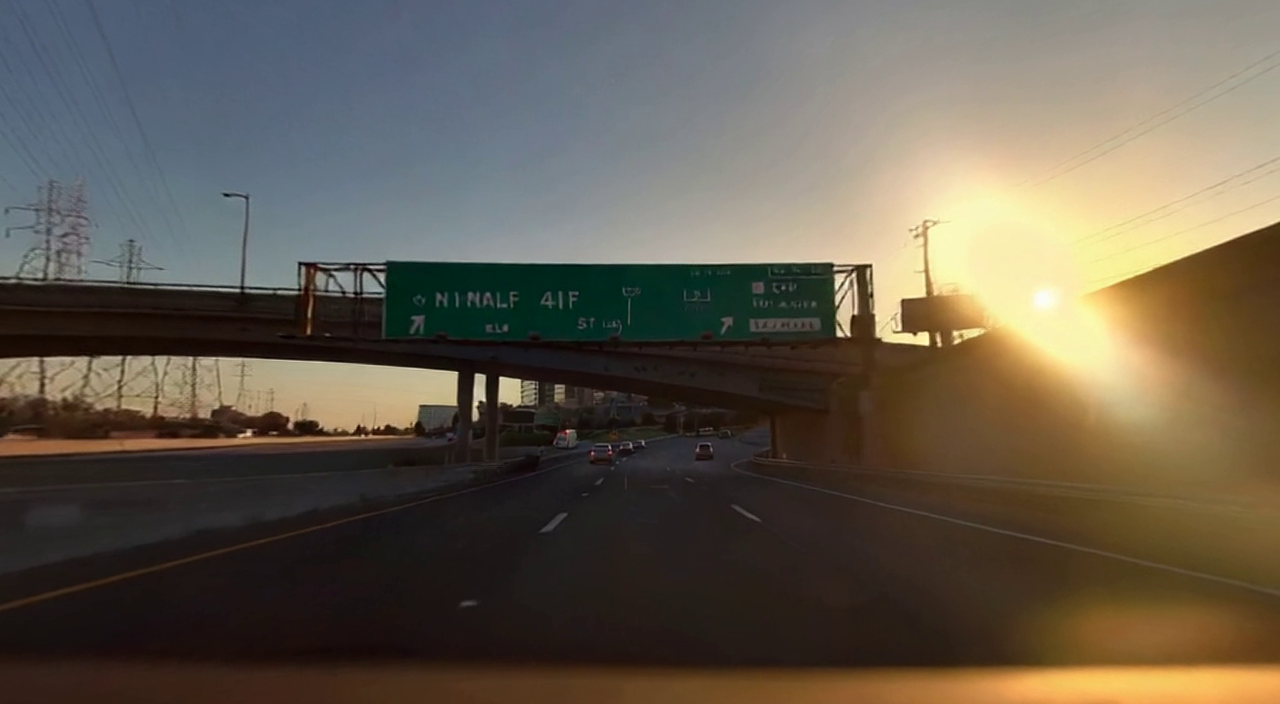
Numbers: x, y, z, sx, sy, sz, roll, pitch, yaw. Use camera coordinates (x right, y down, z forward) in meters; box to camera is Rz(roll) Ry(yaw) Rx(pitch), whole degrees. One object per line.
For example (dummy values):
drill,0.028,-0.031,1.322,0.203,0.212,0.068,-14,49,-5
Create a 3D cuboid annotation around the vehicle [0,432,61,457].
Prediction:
vehicle,-39.489,5.839,39.840,1.820,1.472,4.489,0,-9,0
